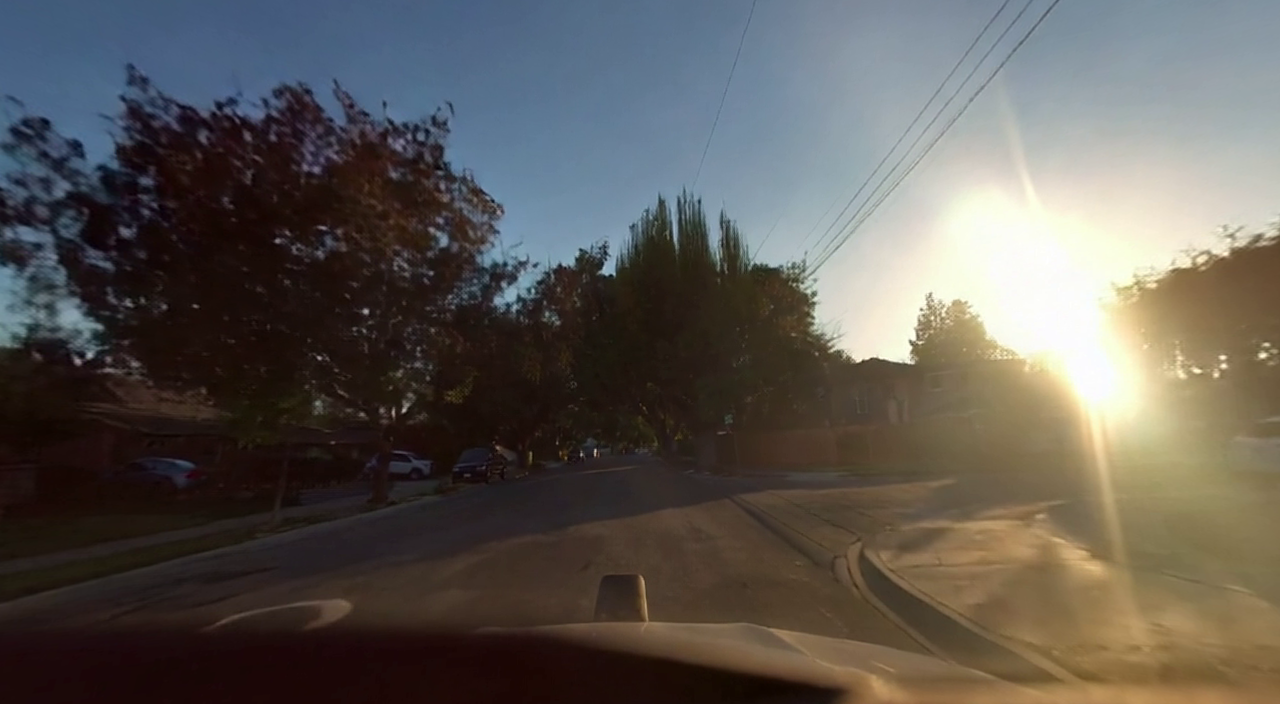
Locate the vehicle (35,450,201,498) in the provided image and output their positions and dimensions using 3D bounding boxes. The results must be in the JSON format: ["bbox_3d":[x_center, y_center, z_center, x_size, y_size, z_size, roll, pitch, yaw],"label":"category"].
[{"bbox_3d":[-18.106,4.229,22.059,4.147,1.423,1.875,1,-6,0],"label":"vehicle"}]

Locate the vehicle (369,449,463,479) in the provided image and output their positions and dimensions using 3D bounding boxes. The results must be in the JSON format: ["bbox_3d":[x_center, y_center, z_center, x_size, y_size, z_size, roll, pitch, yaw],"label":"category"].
[{"bbox_3d":[-12.517,6.249,35.506,4.538,1.578,2.000,0,-8,1],"label":"vehicle"}]

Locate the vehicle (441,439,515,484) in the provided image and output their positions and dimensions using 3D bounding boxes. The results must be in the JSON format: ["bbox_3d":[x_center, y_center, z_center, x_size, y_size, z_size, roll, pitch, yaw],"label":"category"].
[{"bbox_3d":[-7.528,5.178,29.941,2.091,1.912,4.598,0,-10,2],"label":"vehicle"}]
